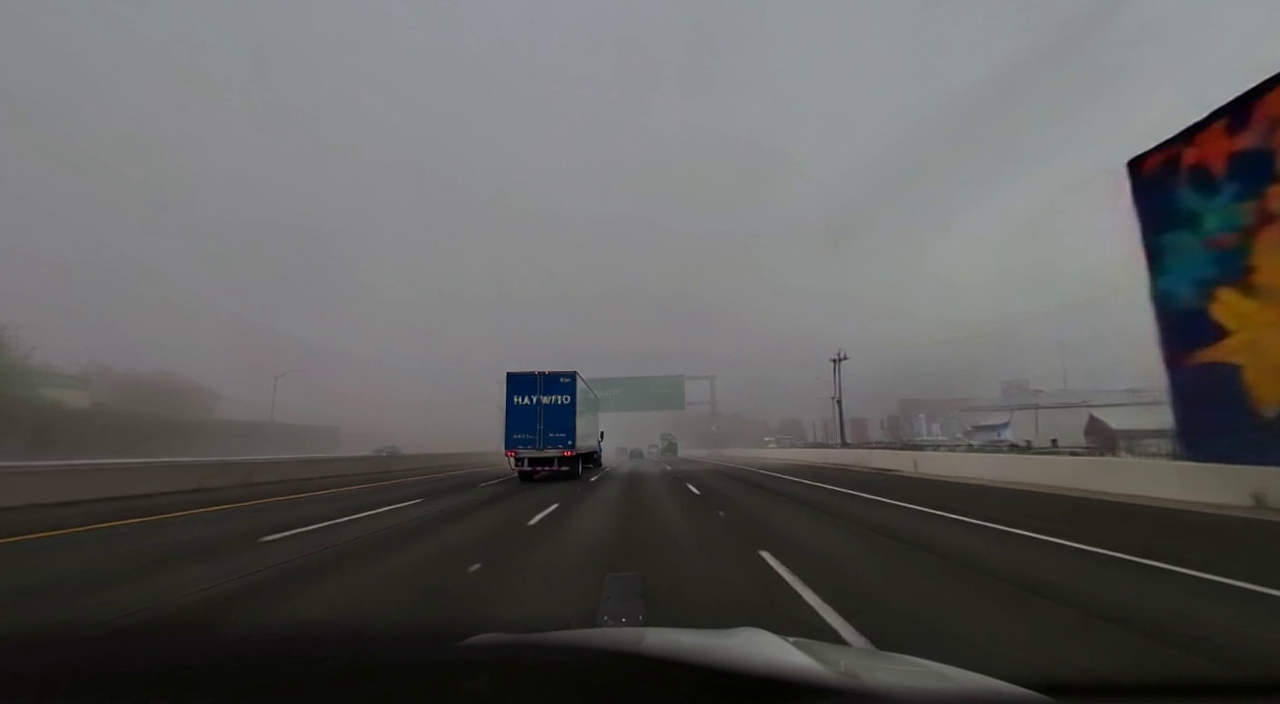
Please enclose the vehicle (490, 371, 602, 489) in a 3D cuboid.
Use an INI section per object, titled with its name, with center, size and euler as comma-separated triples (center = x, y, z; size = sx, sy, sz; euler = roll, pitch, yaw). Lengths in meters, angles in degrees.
[vehicle]
center = -3.522, 3.233, 26.367
size = 2.977, 4.048, 8.890
euler = 1, -7, 2
